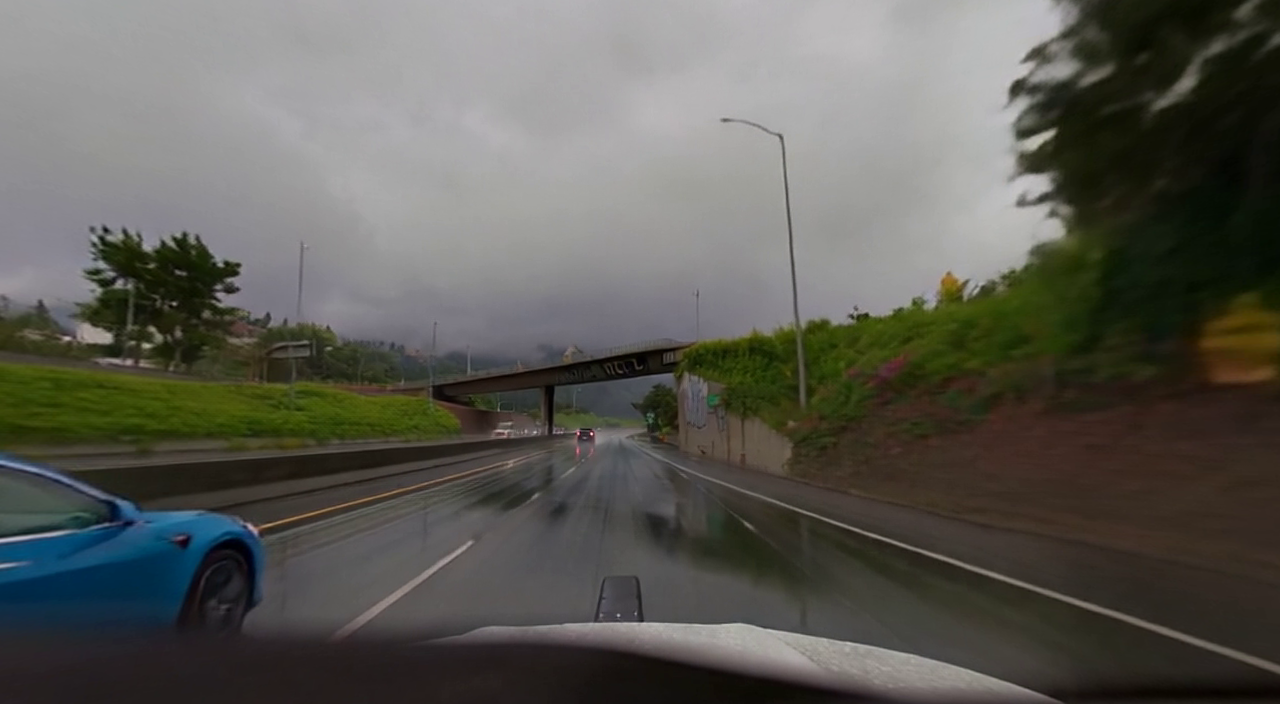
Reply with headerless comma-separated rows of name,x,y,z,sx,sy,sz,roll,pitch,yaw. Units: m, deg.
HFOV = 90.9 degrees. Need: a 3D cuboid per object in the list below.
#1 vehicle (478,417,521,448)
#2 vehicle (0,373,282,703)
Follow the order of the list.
vehicle,-10.941,6.329,49.393,2.240,2.254,5.250,1,-8,-1
vehicle,-3.465,0.794,1.896,2.108,1.555,4.574,0,-8,-1
